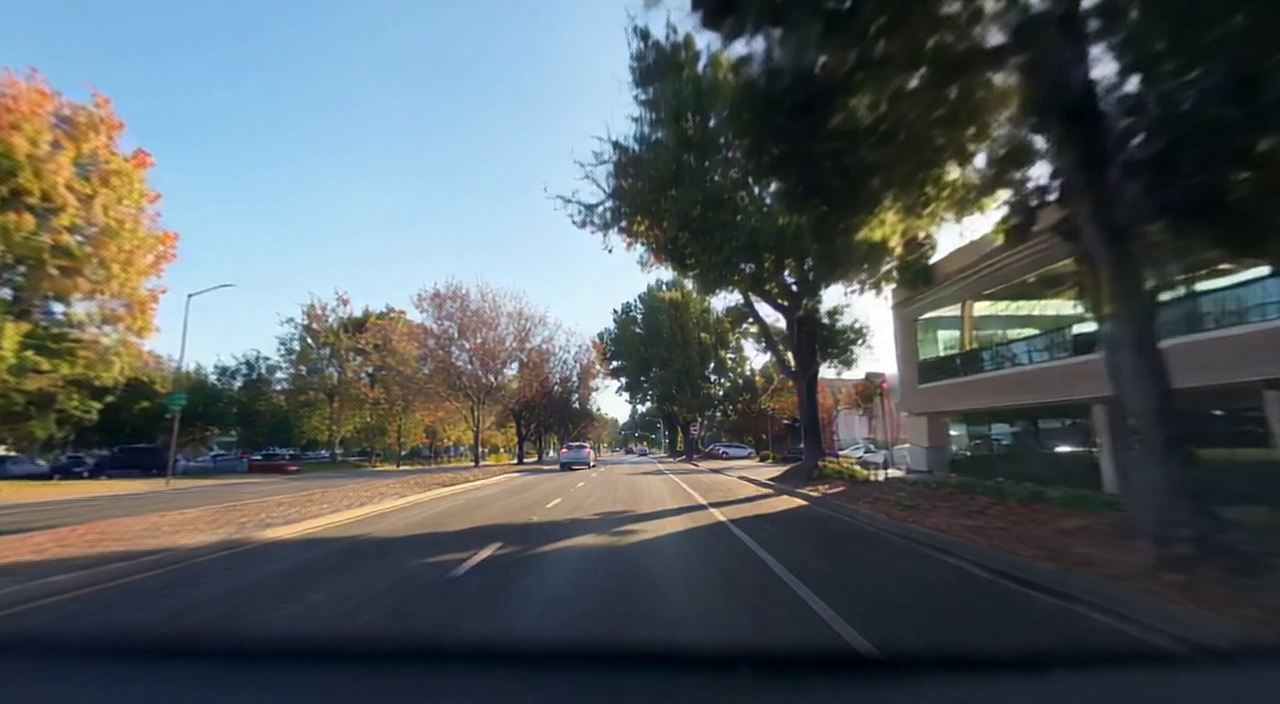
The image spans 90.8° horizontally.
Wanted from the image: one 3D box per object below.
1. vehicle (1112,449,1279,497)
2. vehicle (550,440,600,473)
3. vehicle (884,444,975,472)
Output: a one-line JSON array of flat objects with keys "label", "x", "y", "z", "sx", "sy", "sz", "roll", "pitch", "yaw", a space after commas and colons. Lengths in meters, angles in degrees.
[{"label": "vehicle", "x": 18.003, "y": 3.859, "z": 20.341, "sx": 4.230, "sy": 1.384, "sz": 1.882, "roll": 1, "pitch": -8, "yaw": -7}, {"label": "vehicle", "x": -3.222, "y": 5.238, "z": 32.107, "sx": 2.030, "sy": 1.550, "sz": 3.925, "roll": 0, "pitch": -8, "yaw": 1}, {"label": "vehicle", "x": 16.334, "y": 5.978, "z": 35.715, "sx": 4.226, "sy": 1.499, "sz": 1.943, "roll": 1, "pitch": -8, "yaw": -11}]
